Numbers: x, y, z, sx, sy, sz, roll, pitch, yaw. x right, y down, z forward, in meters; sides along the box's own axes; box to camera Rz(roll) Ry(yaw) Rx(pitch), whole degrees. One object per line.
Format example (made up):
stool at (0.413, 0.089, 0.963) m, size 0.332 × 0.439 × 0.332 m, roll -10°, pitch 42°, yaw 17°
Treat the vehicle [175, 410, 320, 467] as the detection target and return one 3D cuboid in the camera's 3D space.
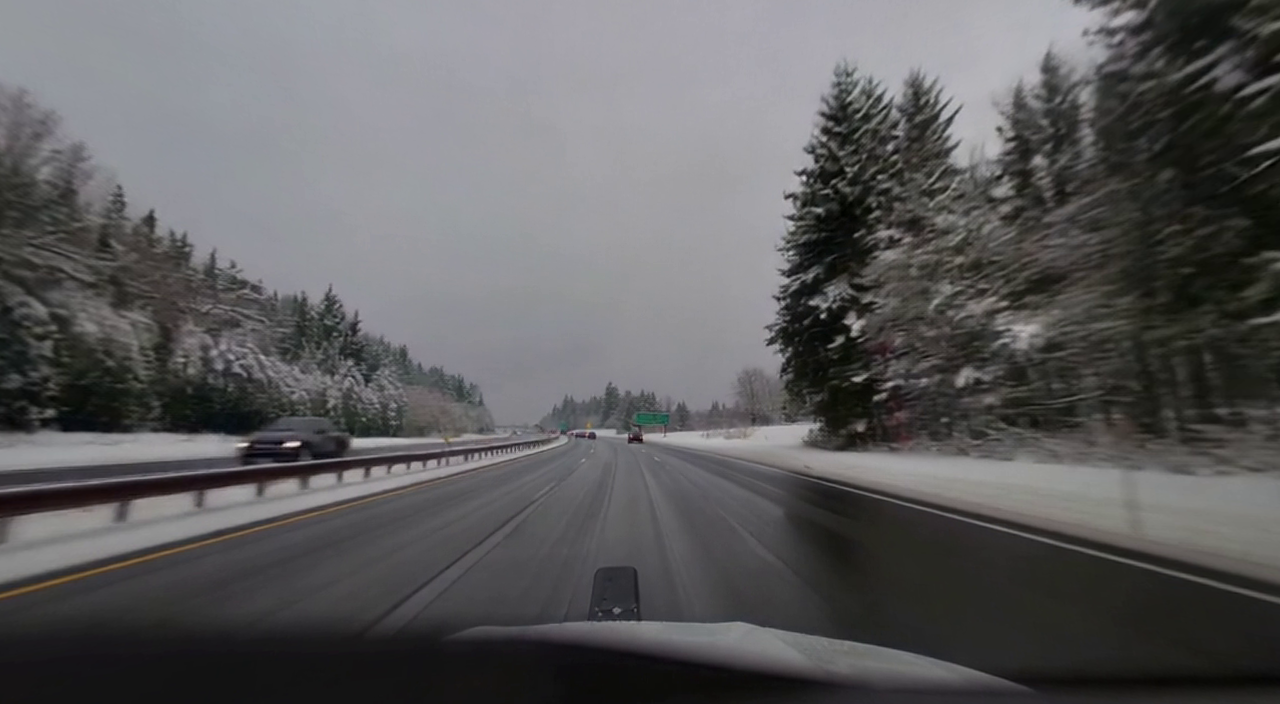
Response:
vehicle at (-13.885, 3.114, 22.812) m, size 2.011 × 1.804 × 5.202 m, roll 0°, pitch -8°, yaw -2°
